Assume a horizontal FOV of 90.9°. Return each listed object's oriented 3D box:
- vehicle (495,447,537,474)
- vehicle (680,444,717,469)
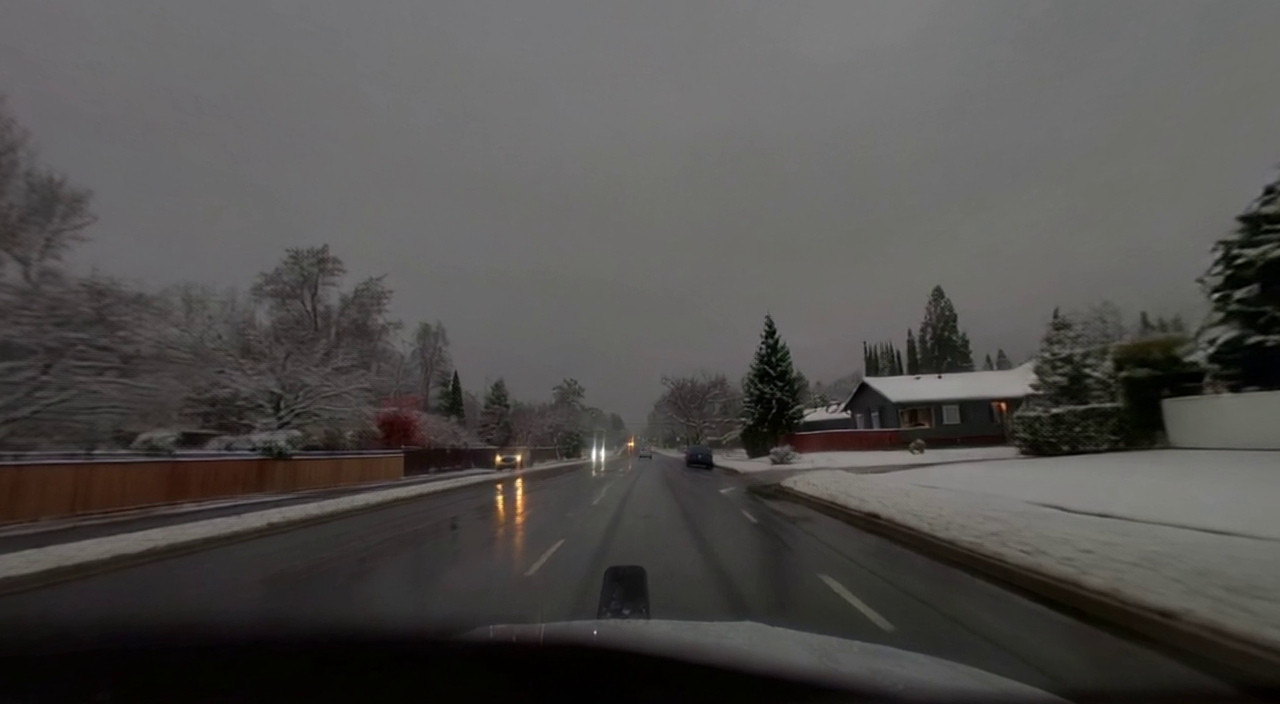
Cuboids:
[{"bbox_3d":[-8.492,7.474,43.521,1.981,1.716,4.315,-1,-8,1],"label":"vehicle"},{"bbox_3d":[3.781,6.867,41.605,2.011,1.507,4.769,0,-8,0],"label":"vehicle"}]
